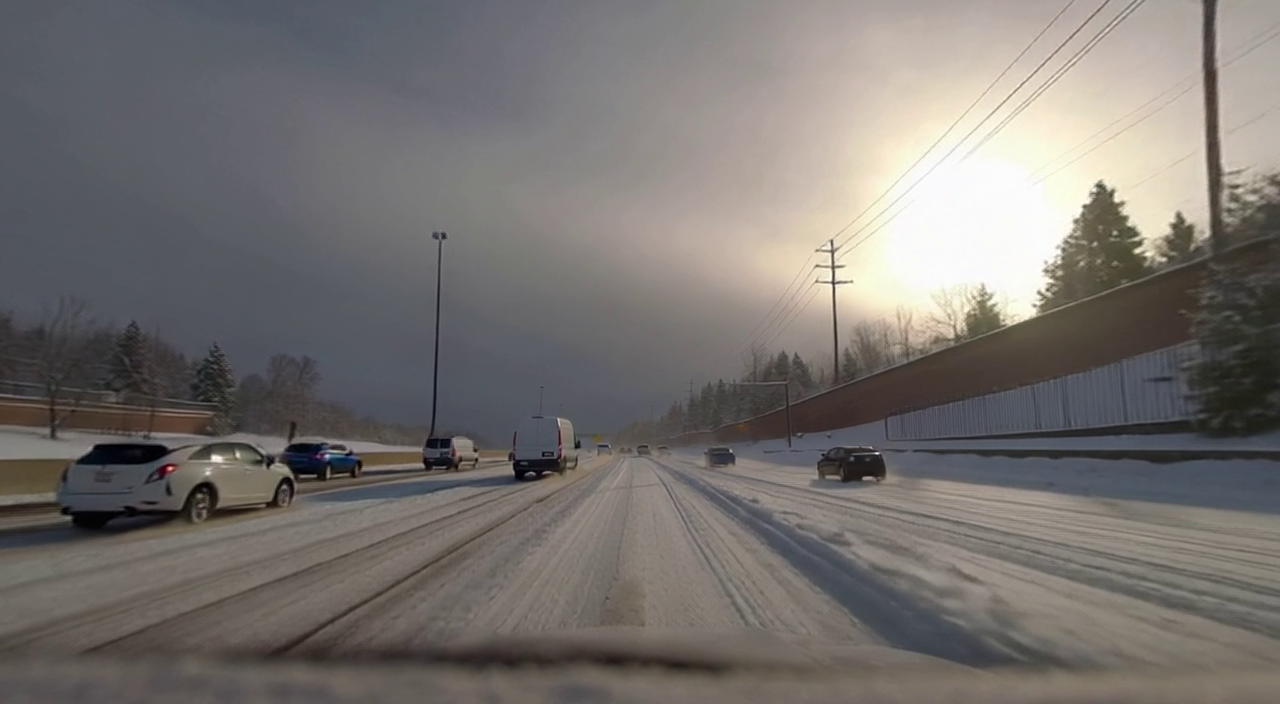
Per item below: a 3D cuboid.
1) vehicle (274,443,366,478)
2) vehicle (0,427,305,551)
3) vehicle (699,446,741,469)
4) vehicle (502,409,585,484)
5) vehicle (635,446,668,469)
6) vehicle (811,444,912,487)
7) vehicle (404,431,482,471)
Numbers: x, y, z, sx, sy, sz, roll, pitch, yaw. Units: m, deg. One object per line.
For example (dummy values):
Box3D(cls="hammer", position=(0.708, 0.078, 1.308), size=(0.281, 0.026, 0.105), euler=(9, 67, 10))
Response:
Box3D(cls="vehicle", position=(-15.037, 5.120, 29.927), size=(1.937, 1.523, 4.708), euler=(0, -9, 0))
Box3D(cls="vehicle", position=(-7.609, 2.065, 10.176), size=(1.967, 1.525, 4.458), euler=(0, -9, -1))
Box3D(cls="vehicle", position=(5.574, 7.453, 44.517), size=(2.095, 1.504, 4.536), euler=(0, -9, -3))
Box3D(cls="vehicle", position=(-3.729, 3.840, 25.595), size=(2.395, 2.660, 5.827), euler=(0, -9, 0))
Box3D(cls="vehicle", position=(0.761, 7.406, 44.416), size=(2.084, 1.492, 4.137), euler=(0, -9, -2))
Box3D(cls="vehicle", position=(8.242, 4.259, 23.954), size=(2.052, 1.470, 4.364), euler=(0, -9, -3))
Box3D(cls="vehicle", position=(-11.482, 5.863, 37.308), size=(2.596, 2.162, 6.328), euler=(0, -9, 0))
